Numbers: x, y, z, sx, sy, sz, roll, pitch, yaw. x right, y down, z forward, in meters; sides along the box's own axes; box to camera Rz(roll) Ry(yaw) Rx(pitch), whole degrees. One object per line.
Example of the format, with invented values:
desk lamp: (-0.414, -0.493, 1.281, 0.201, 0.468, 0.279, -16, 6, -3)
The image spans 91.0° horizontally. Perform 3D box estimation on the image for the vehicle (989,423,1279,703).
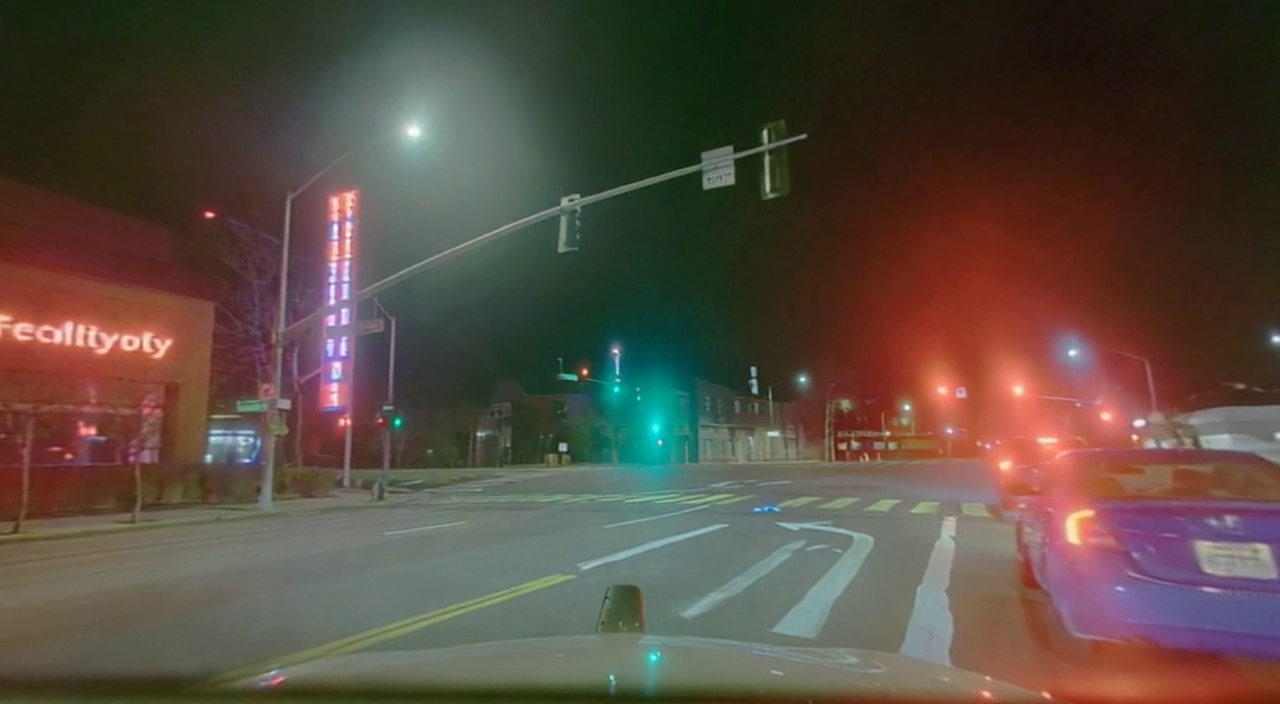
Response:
vehicle: (3.931, 1.362, 4.863, 1.872, 1.459, 4.483, -4, -9, 26)
